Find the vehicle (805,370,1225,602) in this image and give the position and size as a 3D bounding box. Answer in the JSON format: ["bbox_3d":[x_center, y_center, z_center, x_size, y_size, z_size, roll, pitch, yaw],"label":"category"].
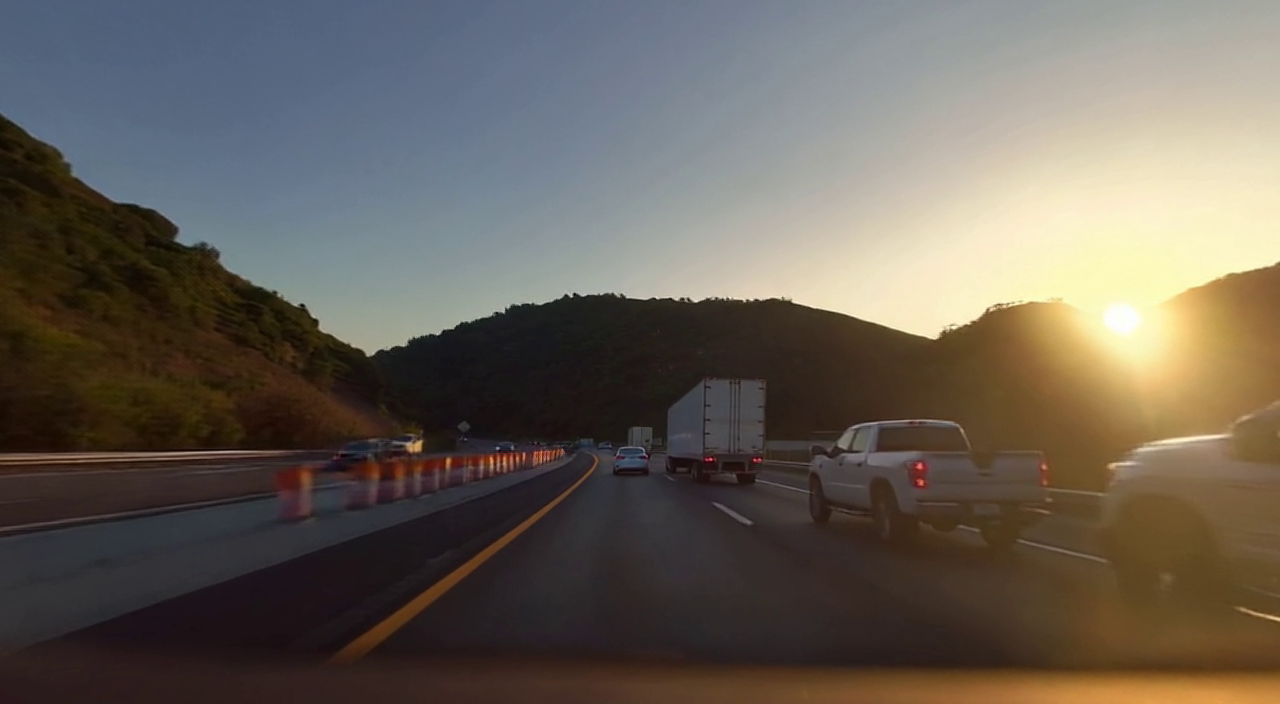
[{"bbox_3d":[3.900,1.545,8.078,2.034,1.968,5.221,0,-9,-1],"label":"vehicle"}]

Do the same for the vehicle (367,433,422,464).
[{"bbox_3d":[-16.094,6.388,41.568,1.961,1.903,4.375,0,-9,-2],"label":"vehicle"}]

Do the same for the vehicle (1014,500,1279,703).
[{"bbox_3d":[4.038,1.223,2.252,2.129,0.956,5.390,0,-9,0],"label":"vehicle"}]

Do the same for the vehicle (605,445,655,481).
[{"bbox_3d":[-0.478,4.733,27.179,2.029,1.437,3.794,0,-9,-2],"label":"vehicle"}]

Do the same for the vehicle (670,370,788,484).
[{"bbox_3d":[3.546,3.816,30.107,2.911,4.099,14.578,0,-9,-2],"label":"vehicle"}]

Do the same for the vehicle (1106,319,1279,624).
[{"bbox_3d":[4.064,0.409,1.982,1.873,1.465,4.264,0,-9,-1],"label":"vehicle"}]

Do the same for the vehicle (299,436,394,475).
[{"bbox_3d":[-11.899,4.236,25.892,2.149,1.455,3.690,0,-9,-1],"label":"vehicle"}]
